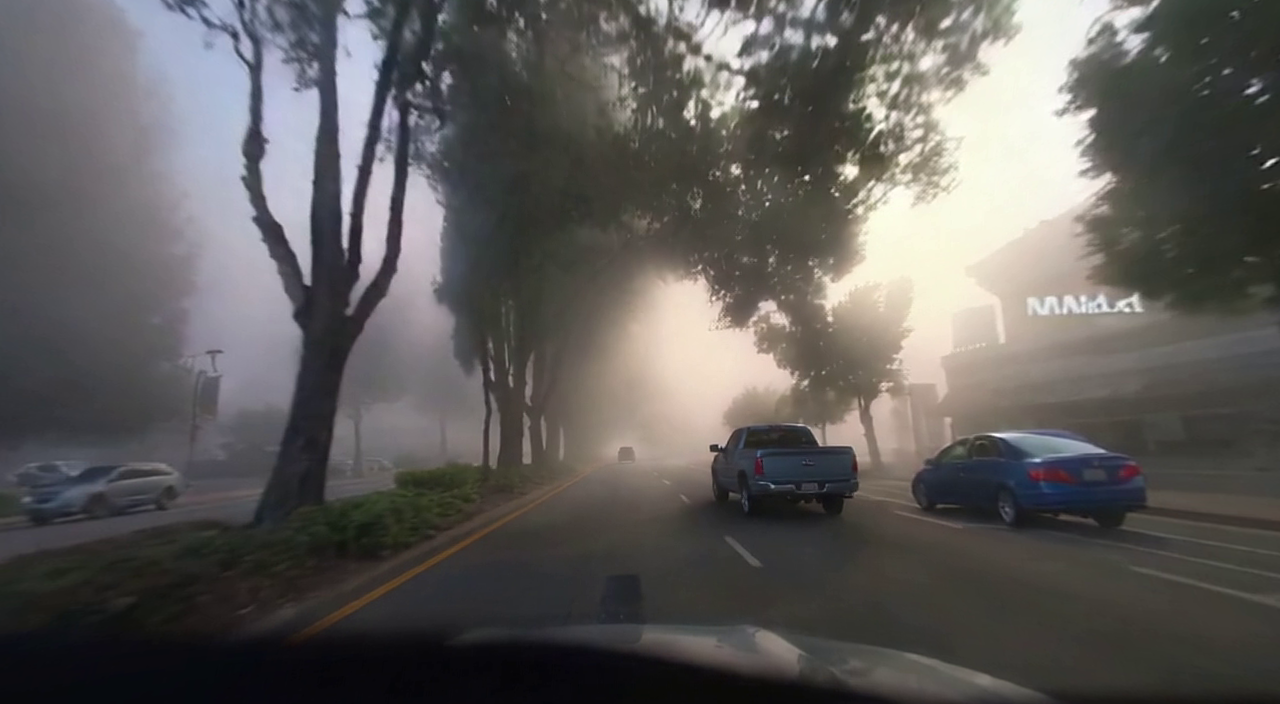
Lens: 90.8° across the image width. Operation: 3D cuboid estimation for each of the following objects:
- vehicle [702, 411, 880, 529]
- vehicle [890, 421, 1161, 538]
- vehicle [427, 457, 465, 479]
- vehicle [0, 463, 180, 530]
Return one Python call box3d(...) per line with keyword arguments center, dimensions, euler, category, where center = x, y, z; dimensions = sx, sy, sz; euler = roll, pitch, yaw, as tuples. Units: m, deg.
box3d(center=(2.640, 2.259, 12.641), dimensions=(2.138, 1.836, 5.245), euler=(0, -9, -1), category="vehicle")
box3d(center=(6.268, 2.115, 11.047), dimensions=(1.993, 1.604, 4.260), euler=(0, -9, -1), category="vehicle")
box3d(center=(-14.682, 8.777, 48.106), dimensions=(1.835, 1.487, 4.201), euler=(0, -9, -4), category="vehicle")
box3d(center=(-17.292, 4.427, 19.910), dimensions=(2.133, 1.724, 4.642), euler=(0, -9, -1), category="vehicle")
